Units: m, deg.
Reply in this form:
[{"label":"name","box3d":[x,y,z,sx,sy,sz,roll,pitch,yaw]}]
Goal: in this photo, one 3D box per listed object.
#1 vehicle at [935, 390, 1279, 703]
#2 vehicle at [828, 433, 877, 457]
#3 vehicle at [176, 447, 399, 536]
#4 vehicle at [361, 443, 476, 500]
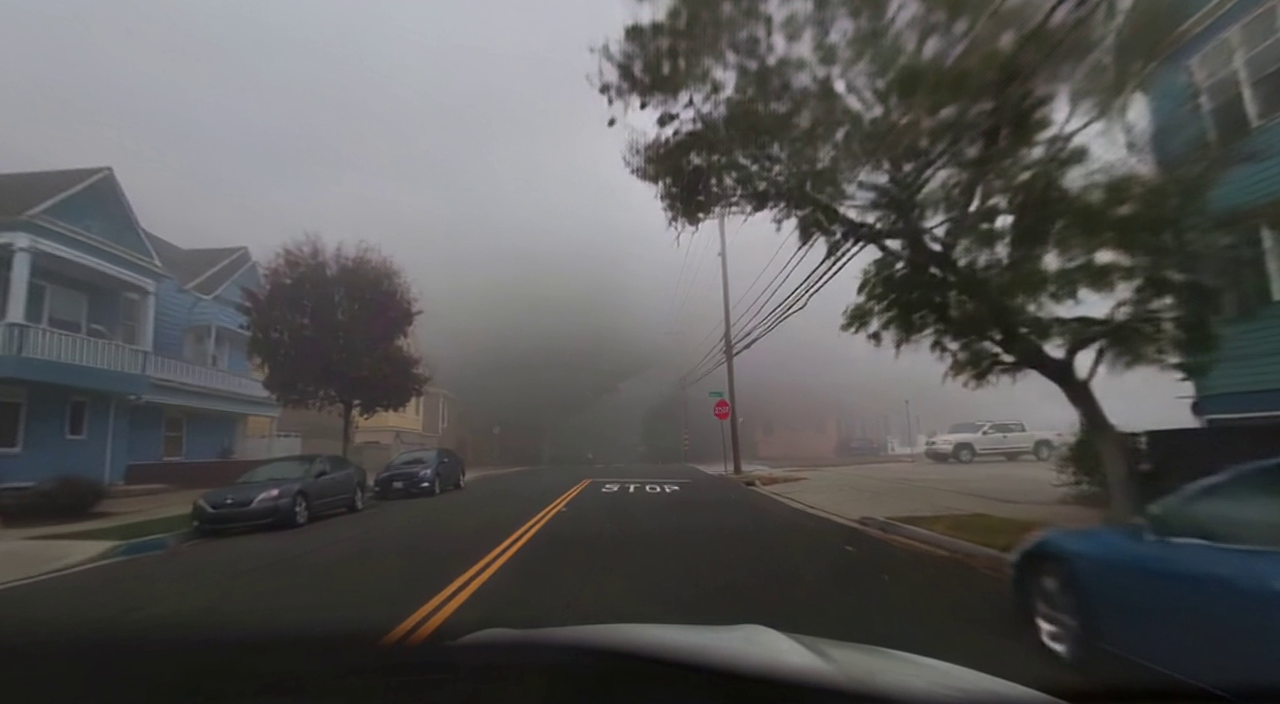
[{"label":"vehicle","box3d":[3.340,0.913,2.311,1.963,1.536,5.446,0,-8,1]},{"label":"vehicle","box3d":[15.754,6.928,47.059,2.025,1.689,4.342,0,-9,-2]},{"label":"vehicle","box3d":[-6.855,2.710,13.011,2.056,1.481,4.451,0,-8,-1]},{"label":"vehicle","box3d":[-6.732,3.644,19.743,2.026,1.560,4.062,0,-8,2]}]
